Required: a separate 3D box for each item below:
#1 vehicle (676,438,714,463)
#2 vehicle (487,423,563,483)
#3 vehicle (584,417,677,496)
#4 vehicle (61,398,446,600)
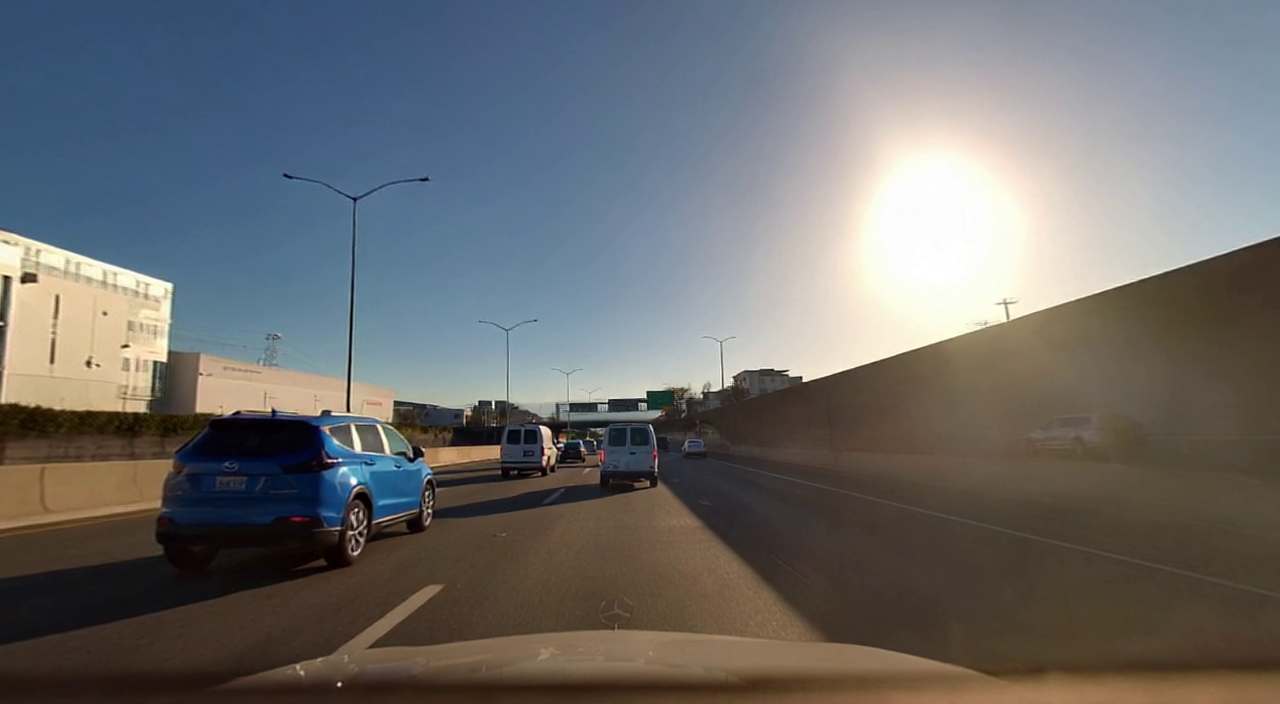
[{"bbox_3d":[3.600,6.490,41.621,1.999,1.494,3.833,0,-8,-3],"label":"vehicle"},{"bbox_3d":[-4.095,3.666,23.119,2.038,1.936,4.300,0,-8,-1],"label":"vehicle"},{"bbox_3d":[-0.298,2.902,17.883,2.304,1.925,4.282,0,-8,-1],"label":"vehicle"},{"bbox_3d":[-3.992,1.562,7.638,1.972,1.703,4.333,0,-8,-1],"label":"vehicle"}]
